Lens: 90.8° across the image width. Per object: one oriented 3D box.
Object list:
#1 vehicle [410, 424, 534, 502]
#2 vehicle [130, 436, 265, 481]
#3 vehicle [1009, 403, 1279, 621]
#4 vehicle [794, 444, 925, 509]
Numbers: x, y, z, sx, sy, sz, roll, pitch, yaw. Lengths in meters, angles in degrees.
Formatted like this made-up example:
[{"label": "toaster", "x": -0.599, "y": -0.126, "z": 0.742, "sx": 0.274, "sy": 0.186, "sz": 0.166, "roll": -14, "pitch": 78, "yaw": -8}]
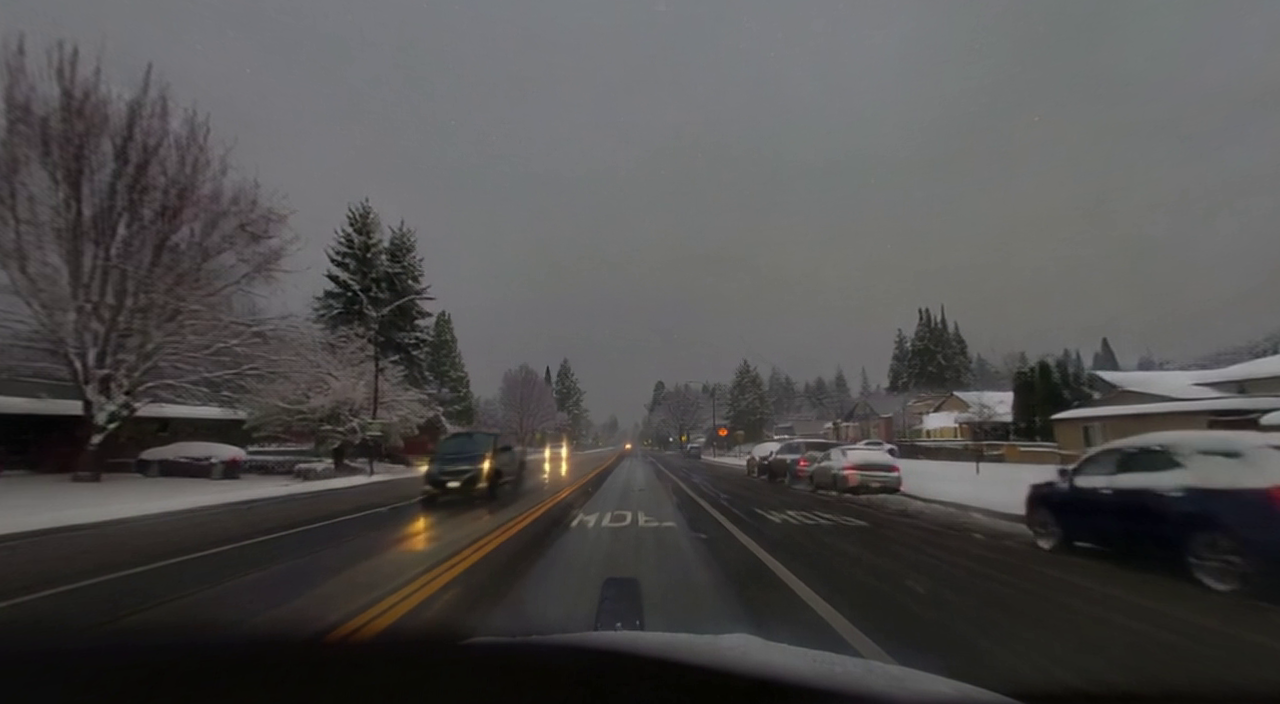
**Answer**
[{"label": "vehicle", "x": -4.430, "y": 3.025, "z": 17.691, "sx": 2.050, "sy": 1.841, "sz": 5.290, "roll": 0, "pitch": -8, "yaw": 0}, {"label": "vehicle", "x": -21.037, "y": 5.071, "z": 30.262, "sx": 4.461, "sy": 2.065, "sz": 2.574, "roll": 0, "pitch": -8, "yaw": -2}, {"label": "vehicle", "x": 6.610, "y": 1.630, "z": 7.145, "sx": 2.099, "sy": 1.878, "sz": 4.476, "roll": 0, "pitch": -8, "yaw": 0}, {"label": "vehicle", "x": 6.287, "y": 3.579, "z": 18.795, "sx": 2.226, "sy": 1.682, "sz": 4.461, "roll": 0, "pitch": -8, "yaw": -1}]
